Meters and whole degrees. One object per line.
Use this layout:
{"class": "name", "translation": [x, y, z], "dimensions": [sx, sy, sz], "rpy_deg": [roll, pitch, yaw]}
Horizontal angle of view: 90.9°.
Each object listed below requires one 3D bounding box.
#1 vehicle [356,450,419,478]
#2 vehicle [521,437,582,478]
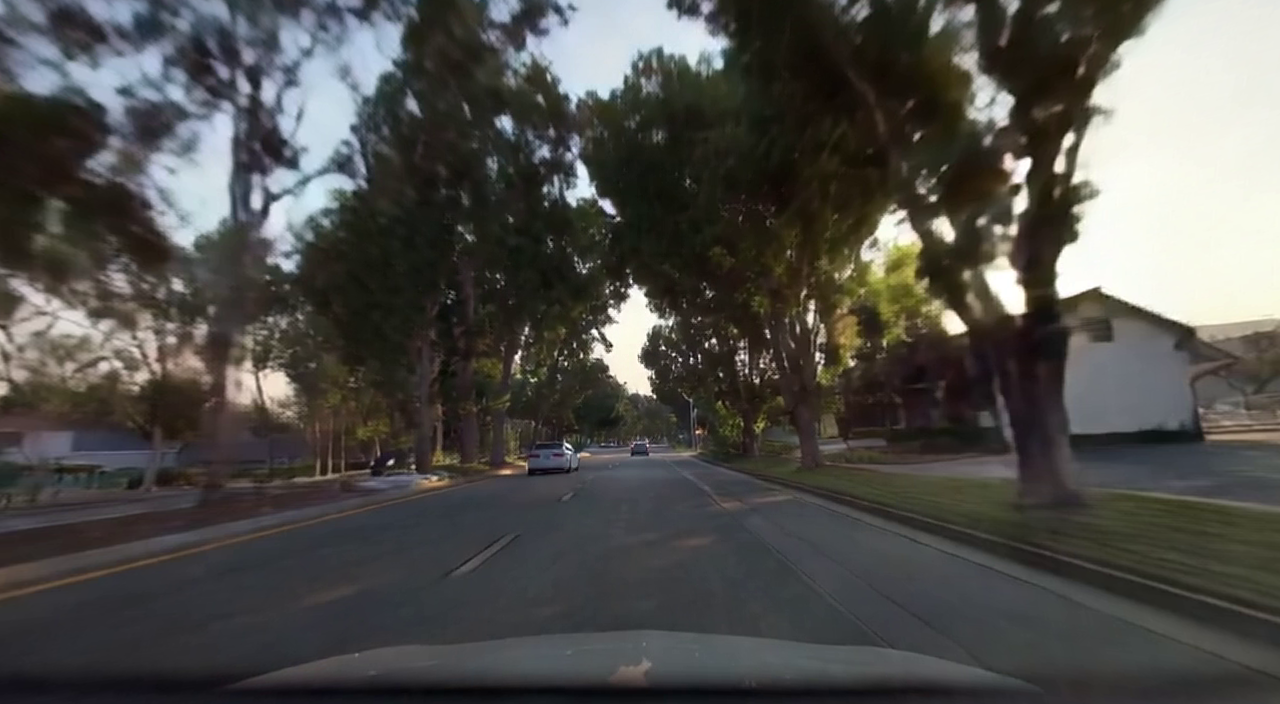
{"class": "vehicle", "translation": [-15.953, 7.074, 40.103], "dimensions": [1.967, 1.581, 4.663], "rpy_deg": [0, -8, 1]}
{"class": "vehicle", "translation": [-3.794, 4.615, 27.806], "dimensions": [1.914, 1.630, 4.351], "rpy_deg": [0, -8, 2]}
